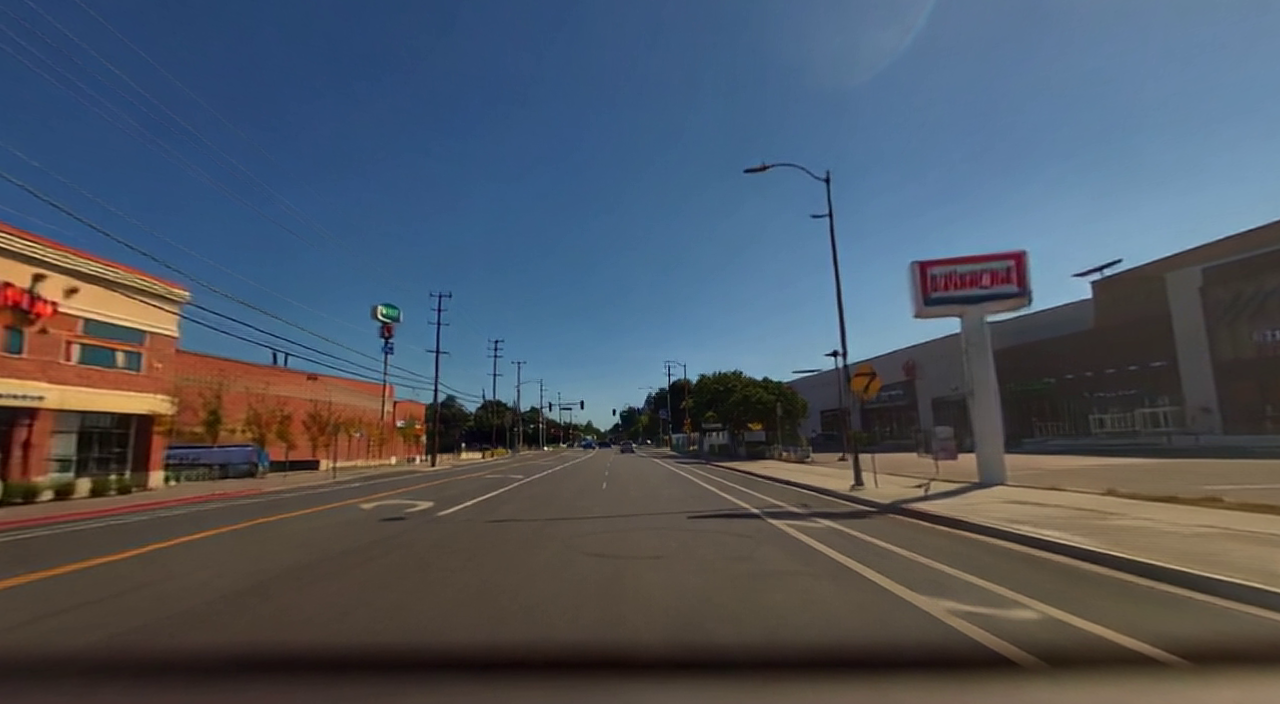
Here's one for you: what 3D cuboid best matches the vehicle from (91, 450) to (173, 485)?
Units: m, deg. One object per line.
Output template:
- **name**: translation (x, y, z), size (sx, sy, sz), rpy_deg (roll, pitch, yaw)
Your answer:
- **vehicle**: translation (-28.313, 6.357, 35.064), size (4.811, 1.756, 2.070), rpy_deg (-6, -10, 34)
